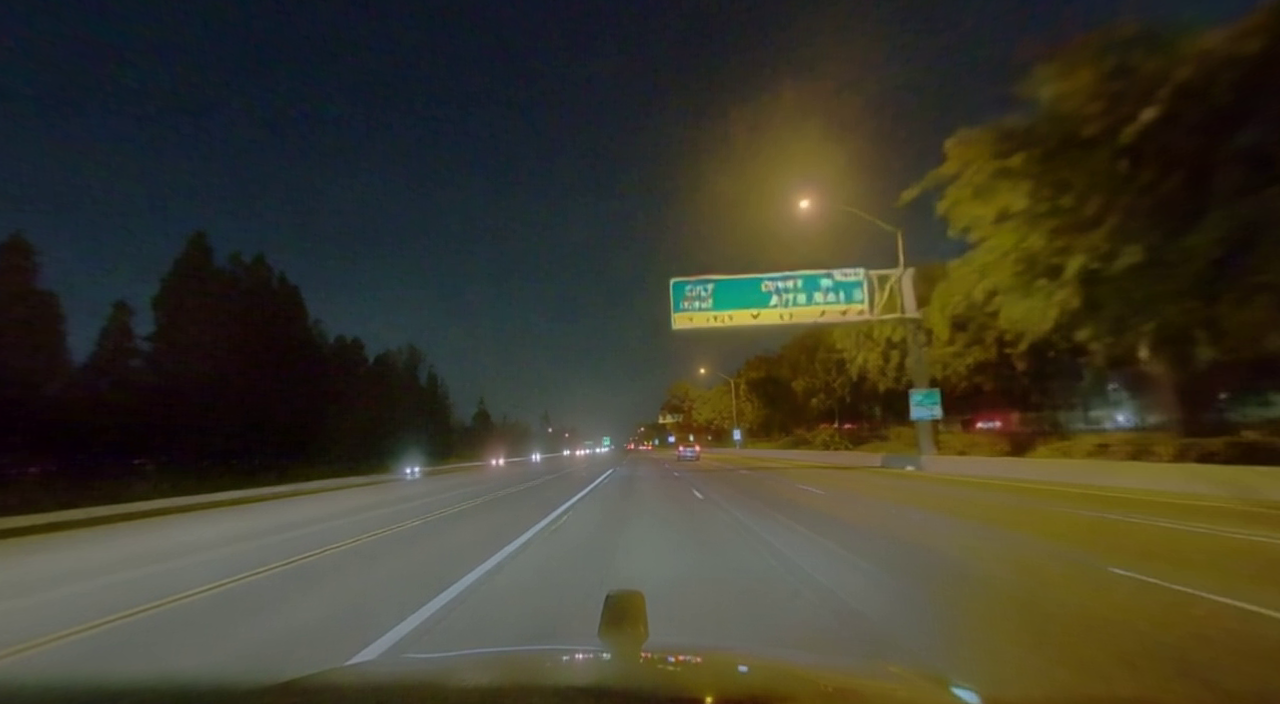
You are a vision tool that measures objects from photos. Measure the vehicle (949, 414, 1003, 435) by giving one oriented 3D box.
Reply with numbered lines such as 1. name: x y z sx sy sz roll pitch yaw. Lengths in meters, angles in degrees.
1. vehicle: 26.463 5.766 49.789 1.887 1.537 3.996 0 -8 -2

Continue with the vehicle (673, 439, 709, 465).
1. vehicle: 3.649 7.256 45.708 2.099 1.748 4.331 0 -9 -2
